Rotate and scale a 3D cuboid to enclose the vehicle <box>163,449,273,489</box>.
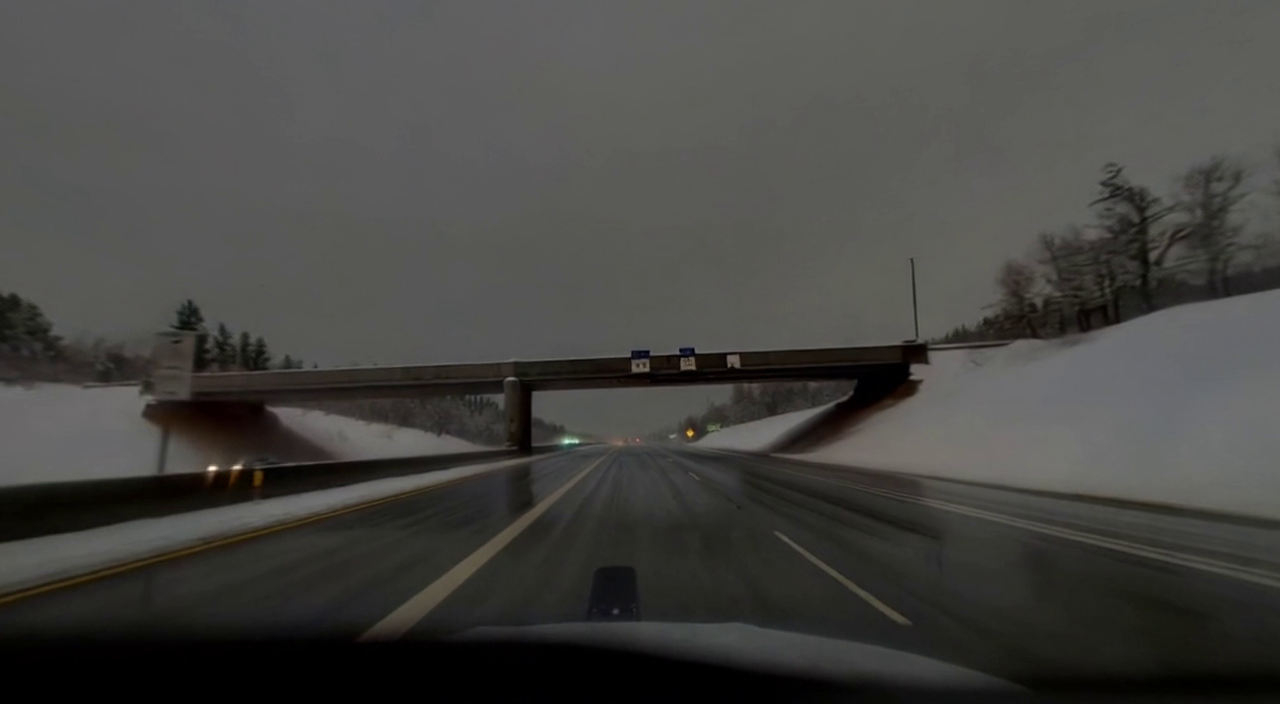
[{"bbox_3d":[-18.010,4.967,27.122,1.911,1.468,4.258,0,-8,-2],"label":"vehicle"}]
